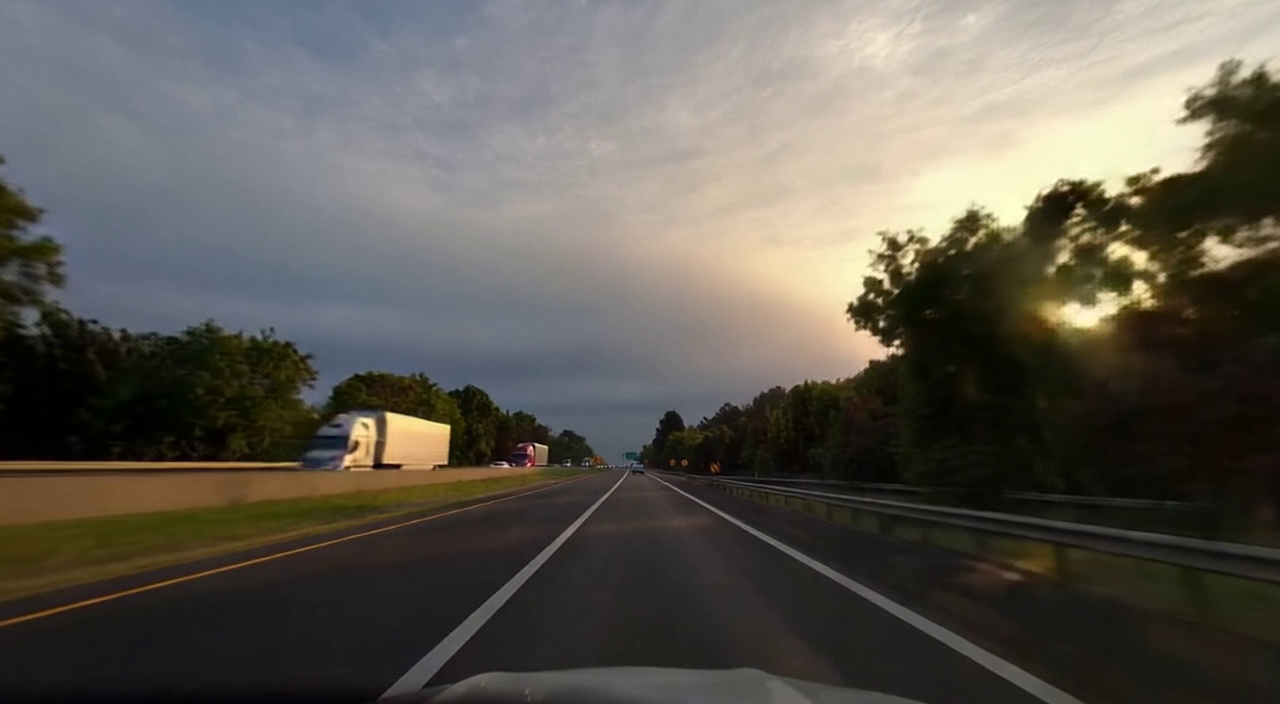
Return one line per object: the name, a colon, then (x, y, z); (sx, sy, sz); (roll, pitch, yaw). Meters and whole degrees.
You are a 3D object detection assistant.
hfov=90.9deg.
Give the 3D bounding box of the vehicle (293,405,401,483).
vehicle: (-16.119, 5.256, 35.301); (2.986, 3.926, 5.923); (1, -10, 0)
